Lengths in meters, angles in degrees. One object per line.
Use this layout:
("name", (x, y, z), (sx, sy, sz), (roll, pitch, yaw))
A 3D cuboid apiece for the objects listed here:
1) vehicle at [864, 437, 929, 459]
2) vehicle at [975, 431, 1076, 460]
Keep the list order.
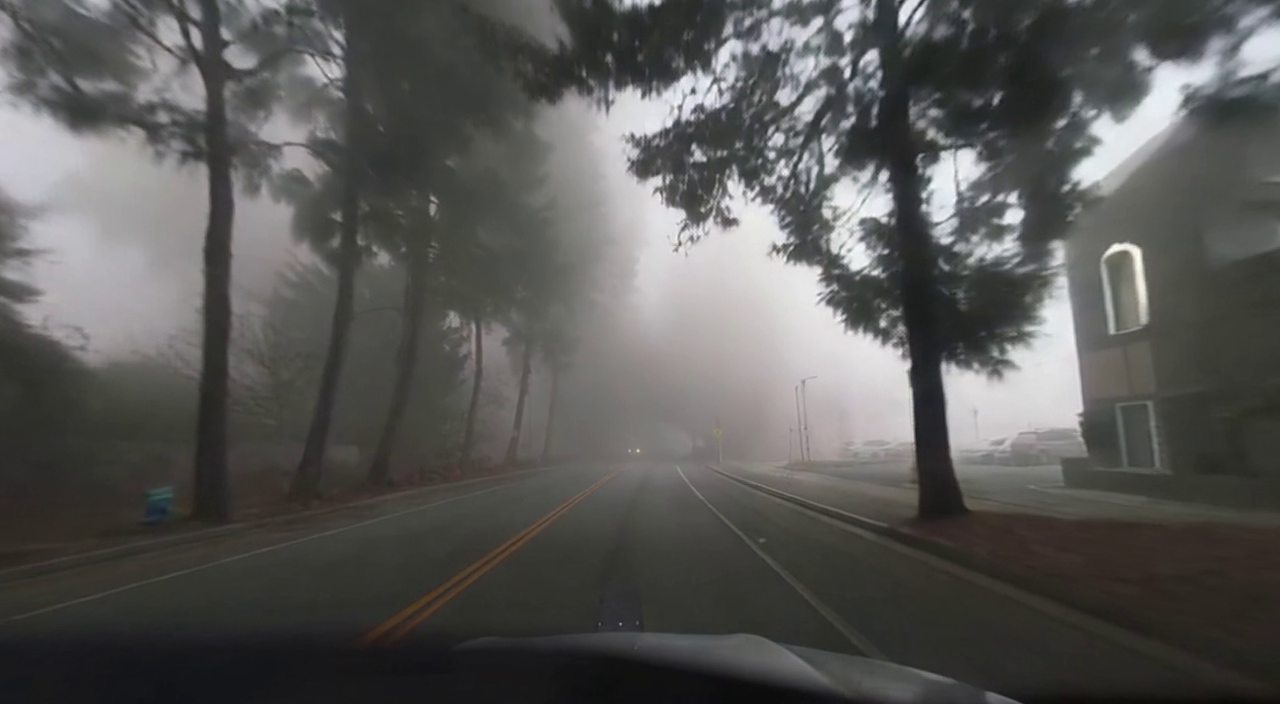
("vehicle", (19.716, 7.409, 48.670), (4.134, 1.580, 1.952), (1, -9, -10))
("vehicle", (21.149, 5.122, 34.771), (4.293, 1.473, 1.843), (0, -6, 2))
